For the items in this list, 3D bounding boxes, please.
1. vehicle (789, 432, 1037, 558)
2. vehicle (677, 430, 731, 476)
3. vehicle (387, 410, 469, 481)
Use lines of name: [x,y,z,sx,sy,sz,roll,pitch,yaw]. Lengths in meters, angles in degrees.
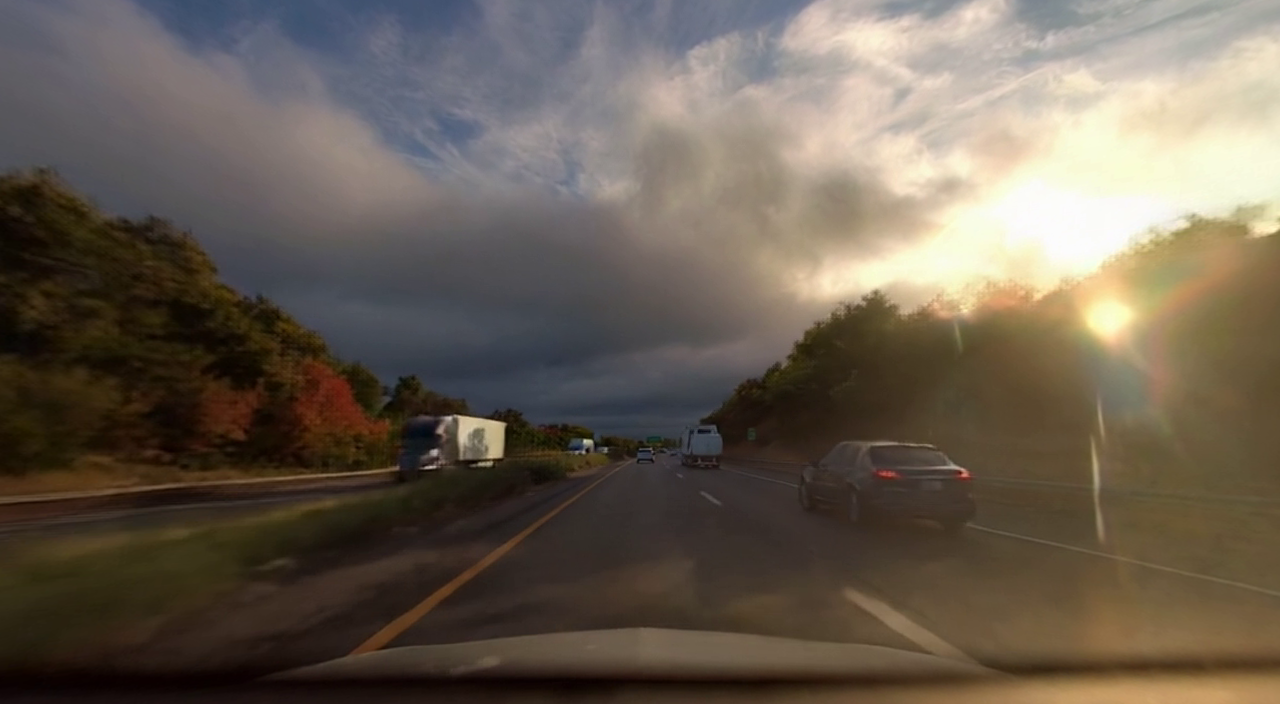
vehicle: [3.851,2.077,9.799,2.043,1.542,3.881,0,-9,-1]
vehicle: [3.698,5.972,37.476,2.423,2.517,5.055,0,-9,-3]
vehicle: [-12.950,5.825,39.117,2.915,4.016,5.822,0,-9,1]
